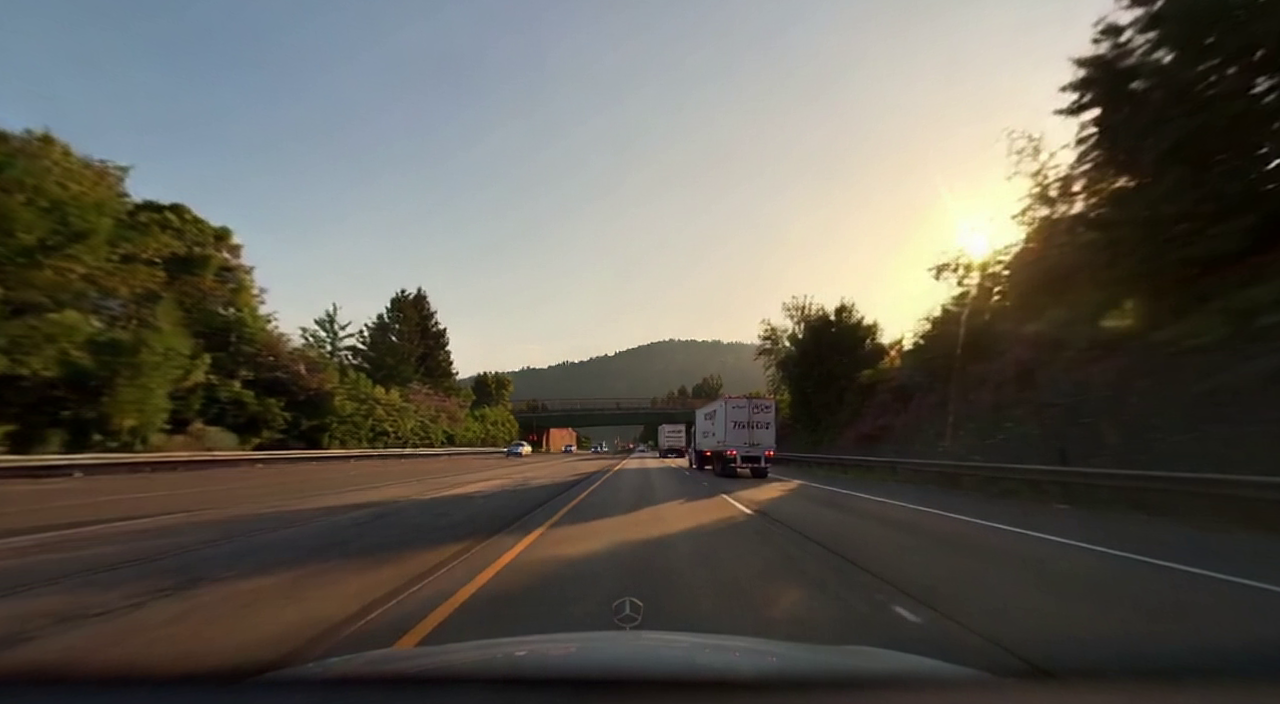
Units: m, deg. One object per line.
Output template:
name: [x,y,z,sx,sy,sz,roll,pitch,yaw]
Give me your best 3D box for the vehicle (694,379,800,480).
vehicle: [4.945,4.216,32.749,2.929,4.093,14.258,0,-9,0]
